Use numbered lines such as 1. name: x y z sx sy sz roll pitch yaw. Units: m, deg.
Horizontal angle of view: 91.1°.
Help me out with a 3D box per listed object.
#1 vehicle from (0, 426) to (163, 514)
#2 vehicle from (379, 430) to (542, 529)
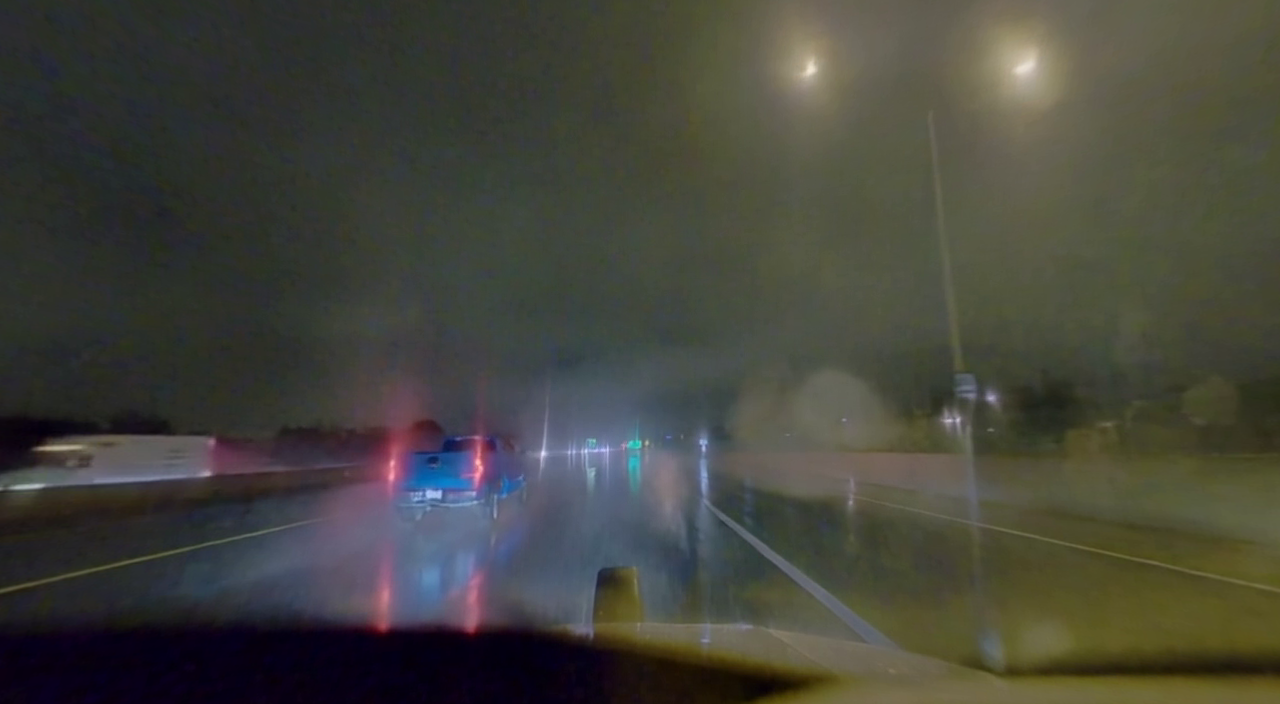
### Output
1. vehicle: -20.162 3.929 21.371 2.250 2.581 7.167 0 -9 -1
2. vehicle: -3.516 2.598 13.375 2.152 1.717 4.423 0 -9 0
